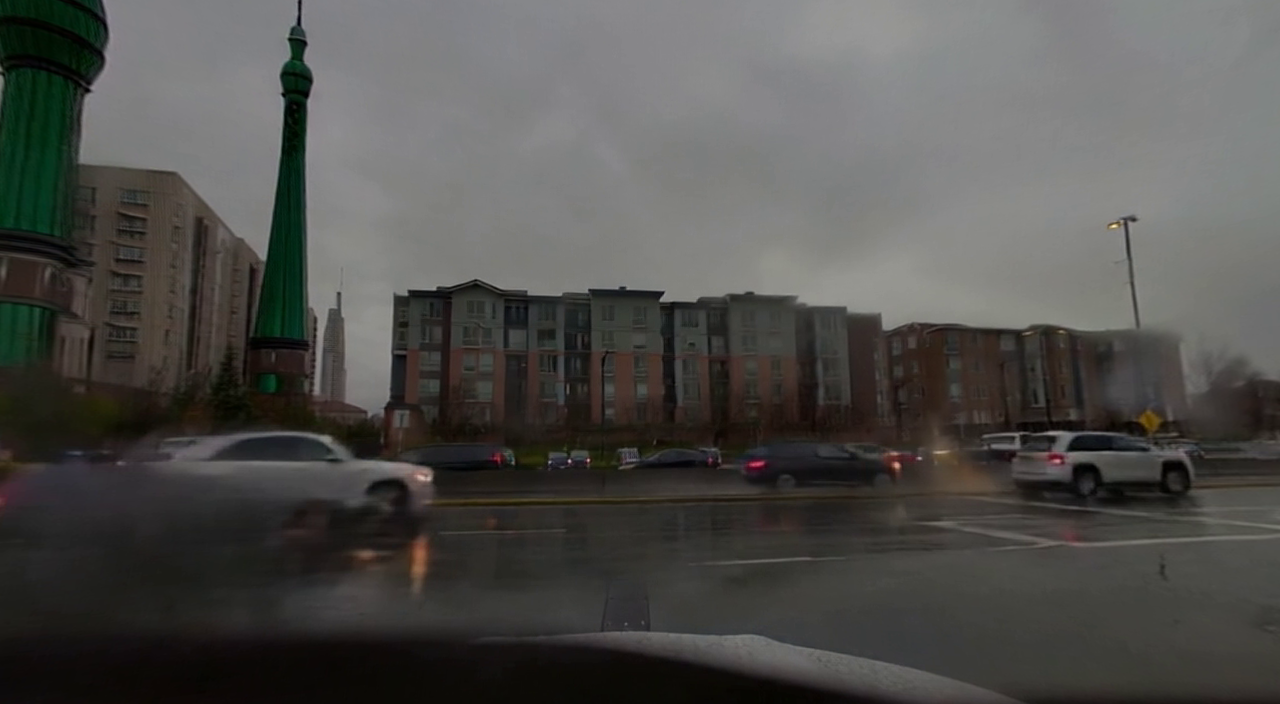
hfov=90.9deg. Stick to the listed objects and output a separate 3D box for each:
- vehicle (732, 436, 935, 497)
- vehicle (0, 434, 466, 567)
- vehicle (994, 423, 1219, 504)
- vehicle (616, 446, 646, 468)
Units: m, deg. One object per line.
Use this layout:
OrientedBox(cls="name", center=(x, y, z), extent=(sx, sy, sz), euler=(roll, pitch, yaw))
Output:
OrientedBox(cls="vehicle", center=(5.065, 2.990, 16.795), extent=(4.795, 1.465, 1.882), euler=(1, -9, -10))
OrientedBox(cls="vehicle", center=(-4.871, 1.830, 8.357), extent=(4.710, 1.444, 2.041), euler=(1, -9, -9))
OrientedBox(cls="vehicle", center=(10.764, 2.538, 14.681), extent=(4.011, 1.697, 1.857), euler=(1, -9, -11))
OrientedBox(cls="vehicle", center=(-0.712, 7.772, 46.744), extent=(1.845, 1.509, 3.855), euler=(1, -9, -8))
